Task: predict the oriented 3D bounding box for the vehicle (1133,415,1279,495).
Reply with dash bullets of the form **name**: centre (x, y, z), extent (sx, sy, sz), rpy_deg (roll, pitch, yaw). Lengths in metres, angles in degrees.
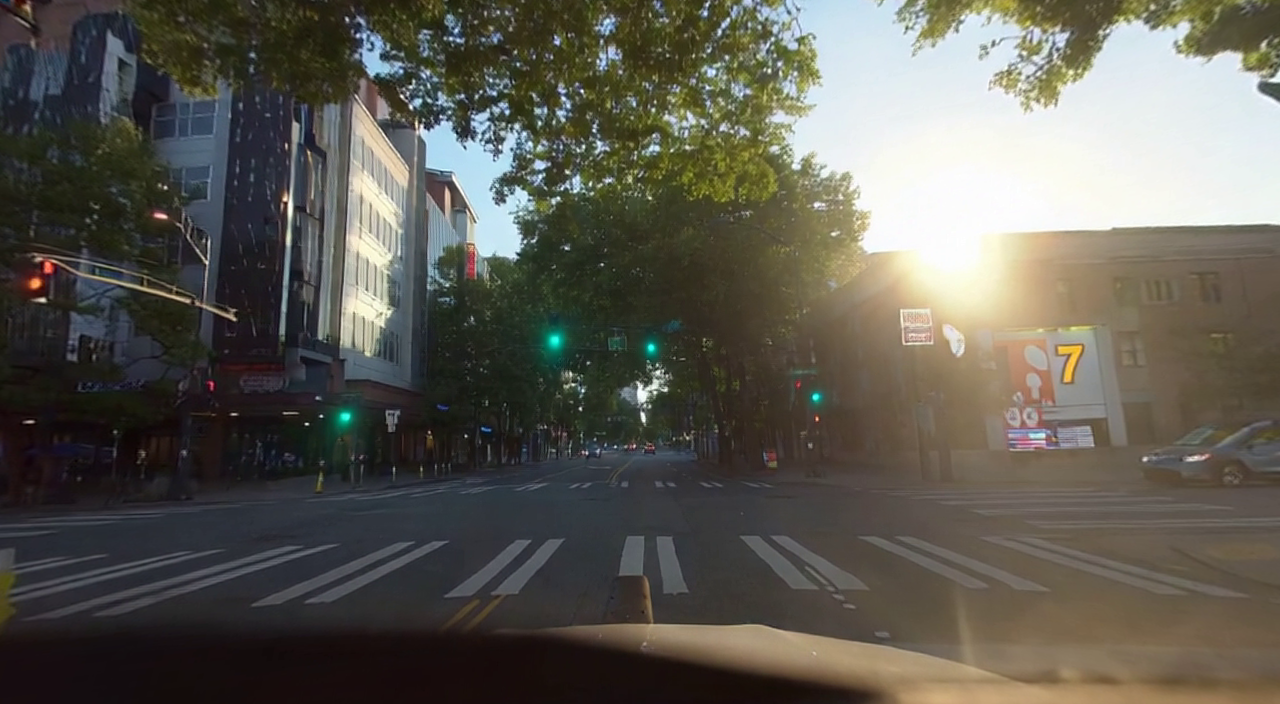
- **vehicle**: centre (15.384, 2.504, 15.478), extent (4.836, 1.795, 1.957), rpy_deg (0, -9, 0)
